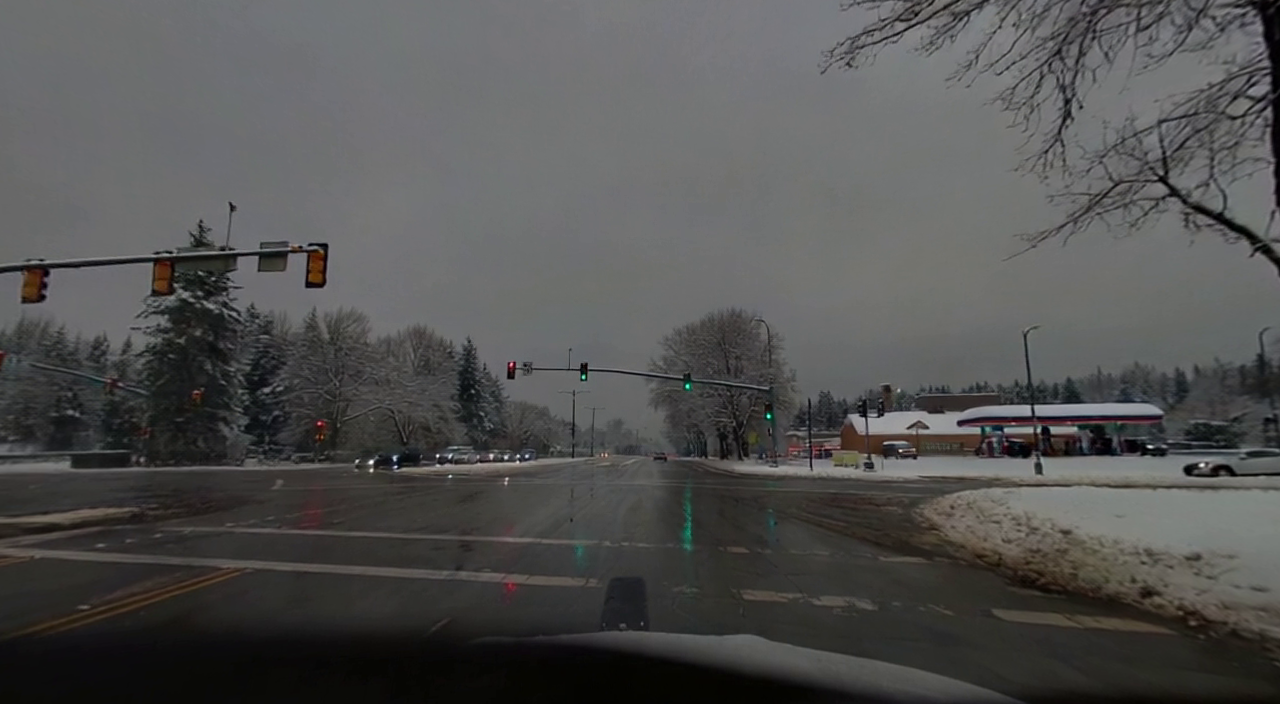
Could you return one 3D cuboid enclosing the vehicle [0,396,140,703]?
[{"bbox_3d":[-3.053,0.621,0.168,2.041,1.483,4.533,0,-8,1],"label":"vehicle"}]
